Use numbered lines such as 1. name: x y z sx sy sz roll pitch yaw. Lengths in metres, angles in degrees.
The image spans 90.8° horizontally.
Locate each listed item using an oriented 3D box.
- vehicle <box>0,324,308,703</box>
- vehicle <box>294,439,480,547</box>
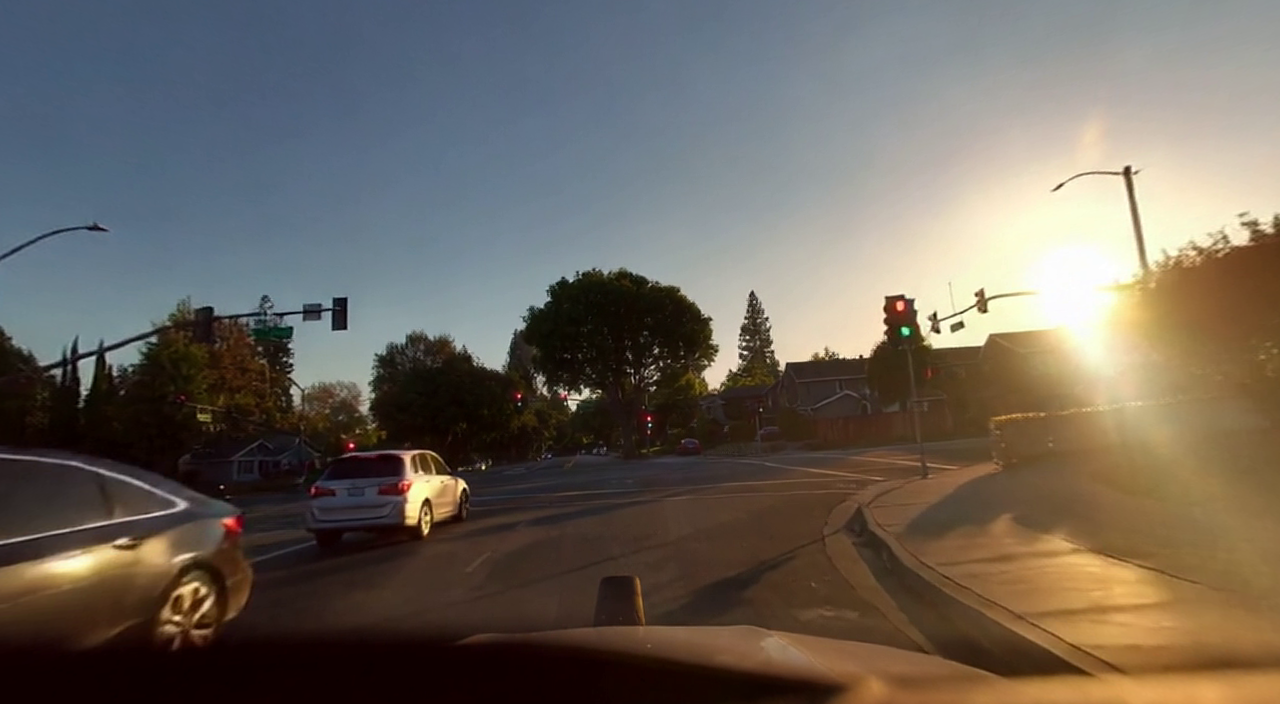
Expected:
1. vehicle: -3.512 0.810 2.377 2.041 1.834 4.679 0 -9 -1
2. vehicle: -4.170 2.344 11.143 1.777 1.537 3.831 0 -9 -2
